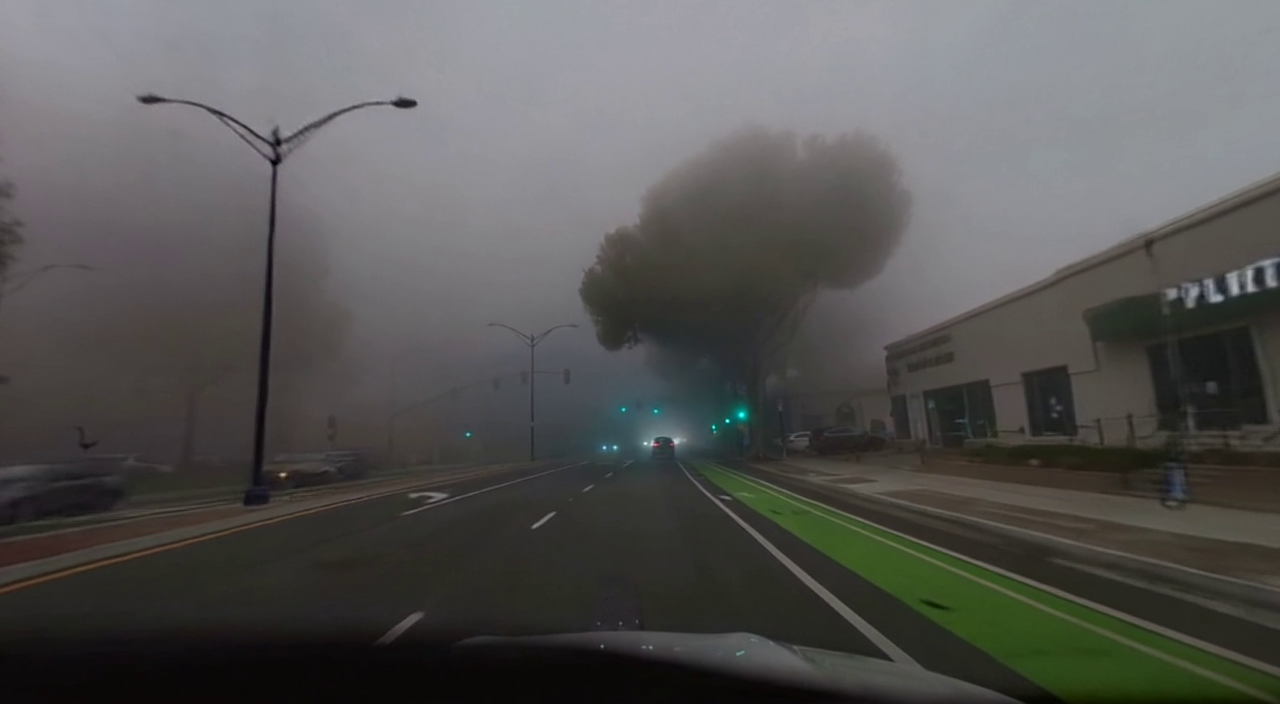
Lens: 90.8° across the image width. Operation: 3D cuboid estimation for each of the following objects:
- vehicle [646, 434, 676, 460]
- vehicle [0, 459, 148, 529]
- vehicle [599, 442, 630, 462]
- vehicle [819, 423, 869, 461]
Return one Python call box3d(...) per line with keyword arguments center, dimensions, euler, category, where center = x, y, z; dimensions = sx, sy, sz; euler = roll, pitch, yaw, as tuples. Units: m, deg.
box3d(center=(1.639, 7.340, 48.895), dimensions=(2.206, 1.922, 4.262), euler=(-1, -9, 2), category="vehicle")
box3d(center=(-18.262, 4.208, 19.237), dimensions=(2.178, 1.779, 5.406), euler=(0, -9, 0), category="vehicle")
box3d(center=(-1.909, 7.611, 48.276), dimensions=(1.969, 1.481, 3.868), euler=(-1, -9, 3), category="vehicle")
box3d(center=(12.777, 5.672, 39.893), dimensions=(1.996, 2.172, 5.298), euler=(-1, -8, 7), category="vehicle")
